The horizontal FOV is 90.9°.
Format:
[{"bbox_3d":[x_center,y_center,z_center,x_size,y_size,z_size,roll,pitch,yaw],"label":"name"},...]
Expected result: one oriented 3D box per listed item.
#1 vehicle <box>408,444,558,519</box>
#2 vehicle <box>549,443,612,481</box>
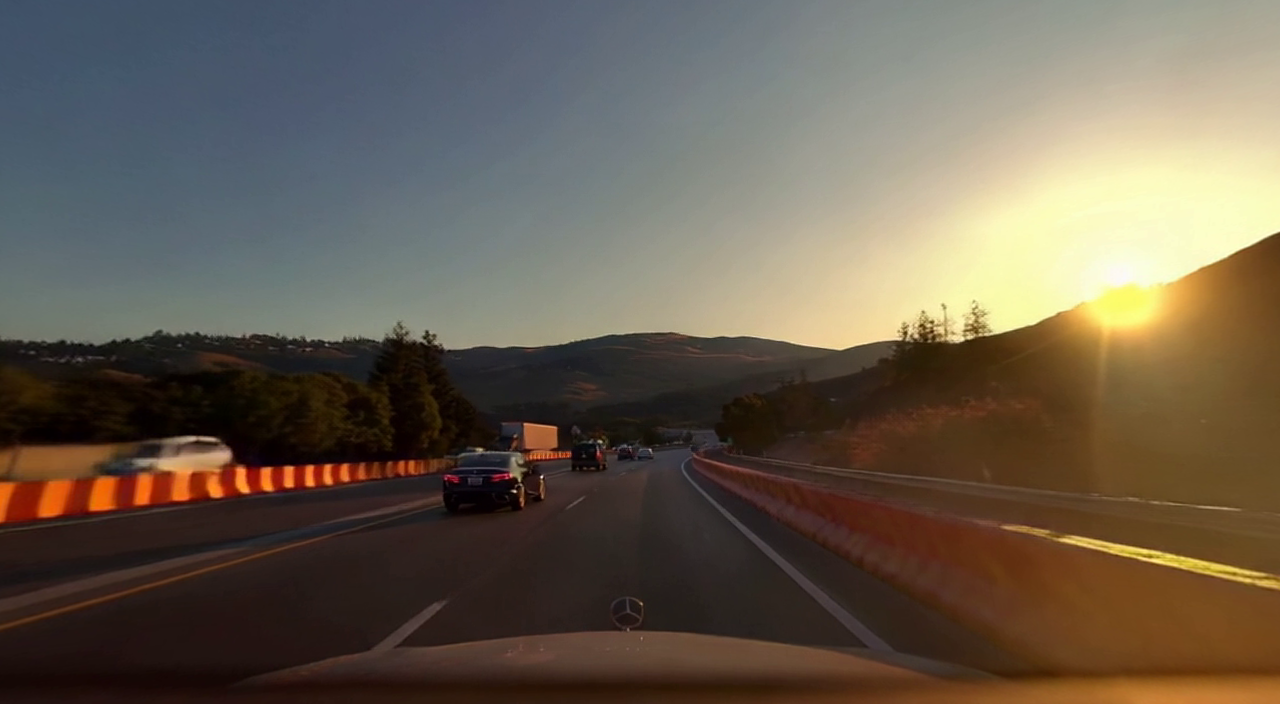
[{"bbox_3d":[-3.078,2.639,13.307,2.061,1.330,3.928,0,-9,2],"label":"vehicle"},{"bbox_3d":[-2.410,4.626,26.729,2.094,1.480,4.124,0,-9,2],"label":"vehicle"}]
